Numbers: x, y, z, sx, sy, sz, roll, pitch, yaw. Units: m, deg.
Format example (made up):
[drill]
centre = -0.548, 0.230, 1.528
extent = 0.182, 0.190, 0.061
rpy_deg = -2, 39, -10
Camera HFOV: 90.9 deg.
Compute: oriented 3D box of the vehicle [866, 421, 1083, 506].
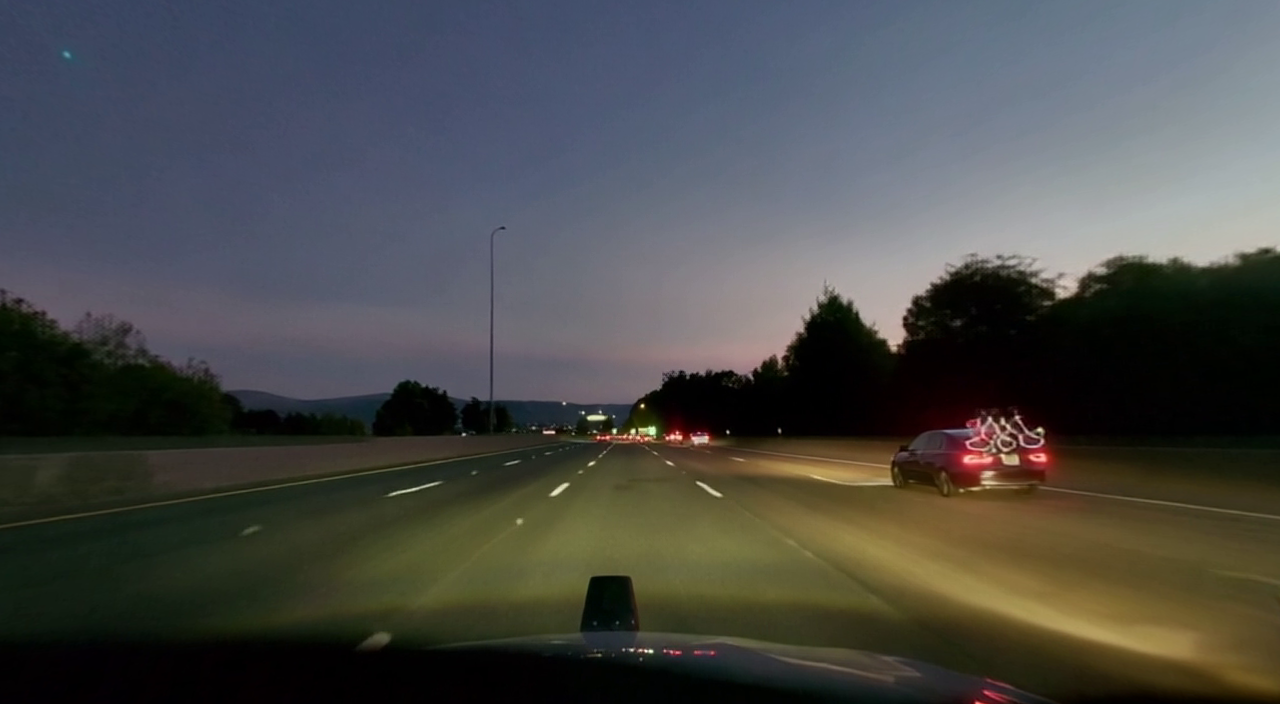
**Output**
[vehicle]
centre = 6.944, 2.337, 13.858
extent = 2.034, 1.511, 4.785
rpy_deg = 0, -7, -2
